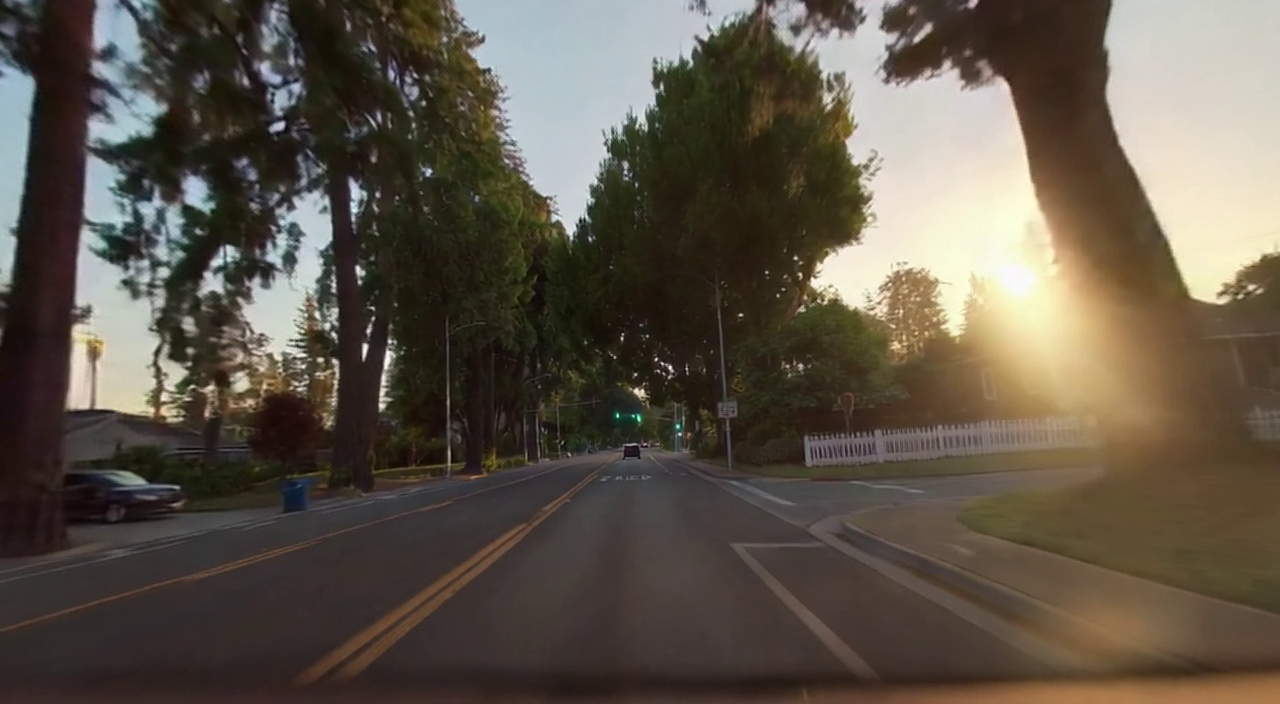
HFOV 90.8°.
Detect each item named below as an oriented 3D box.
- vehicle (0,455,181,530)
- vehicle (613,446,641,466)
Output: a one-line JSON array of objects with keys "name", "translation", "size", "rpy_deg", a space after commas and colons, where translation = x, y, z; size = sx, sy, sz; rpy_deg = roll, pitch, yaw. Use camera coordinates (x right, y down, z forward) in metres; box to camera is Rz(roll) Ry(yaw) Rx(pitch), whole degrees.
[{"name": "vehicle", "translation": [-16.079, 3.911, 17.748], "size": [2.043, 1.803, 4.631], "rpy_deg": [-12, -13, 37]}, {"name": "vehicle", "translation": [-1.000, 8.134, 49.722], "size": [2.104, 1.500, 3.815], "rpy_deg": [0, -9, -1]}]
